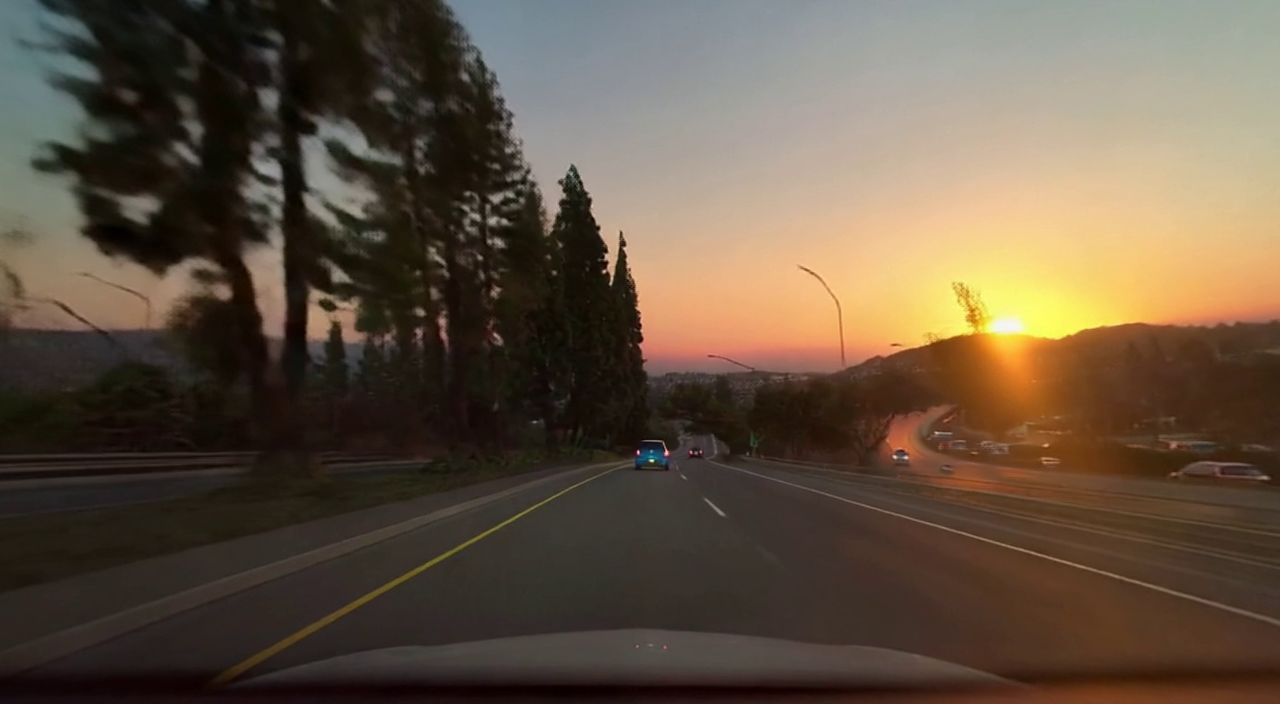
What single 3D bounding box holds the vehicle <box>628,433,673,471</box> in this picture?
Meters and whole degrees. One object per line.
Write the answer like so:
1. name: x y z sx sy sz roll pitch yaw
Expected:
1. vehicle: 0.661 6.006 37.820 2.546 2.126 5.153 0 -8 2
